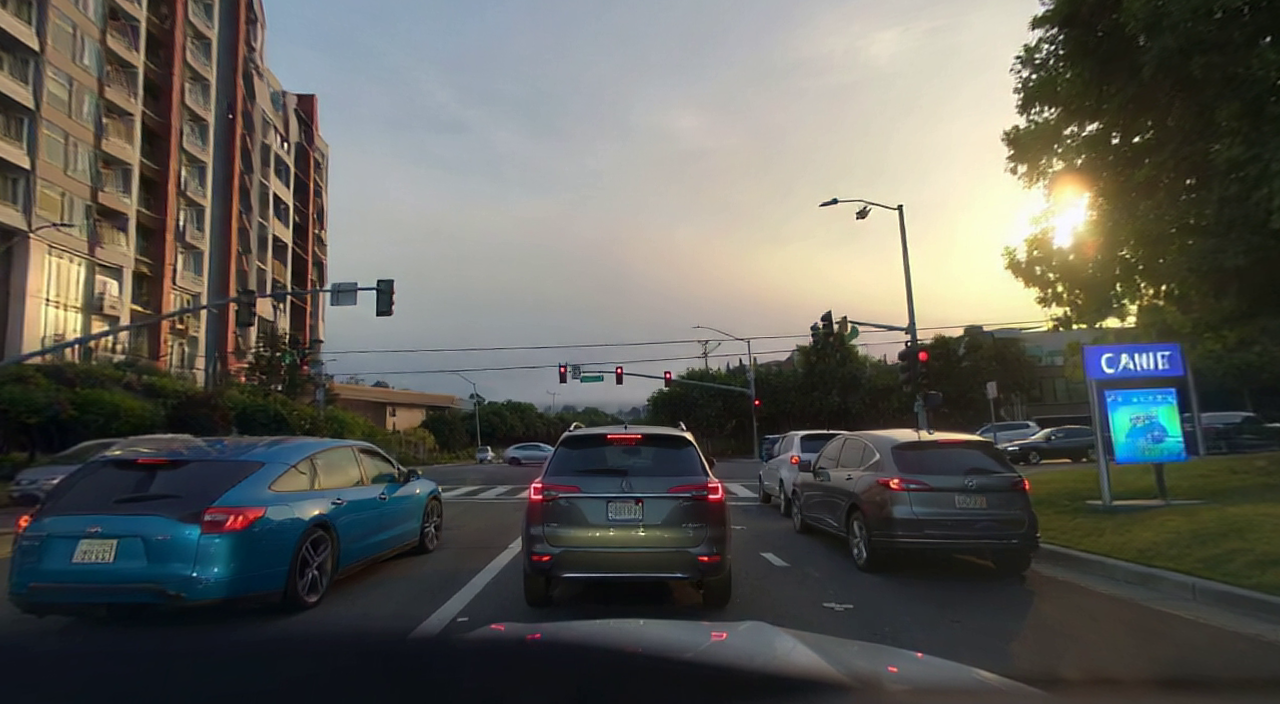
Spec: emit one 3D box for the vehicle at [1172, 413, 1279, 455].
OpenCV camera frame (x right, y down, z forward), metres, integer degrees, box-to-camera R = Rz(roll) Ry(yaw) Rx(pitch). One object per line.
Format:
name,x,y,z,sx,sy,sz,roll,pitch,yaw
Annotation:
vehicle,29.632,4.098,31.308,4.583,2.019,2.147,1,-9,-7

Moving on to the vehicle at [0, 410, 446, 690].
vehicle,-3.547,1.425,5.828,1.906,1.524,4.547,0,-8,2

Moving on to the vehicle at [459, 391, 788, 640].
vehicle,-0.128,1.408,6.432,2.195,1.662,4.262,0,-8,-1

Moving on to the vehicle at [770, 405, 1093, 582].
vehicle,3.211,1.665,8.246,2.004,1.646,4.554,0,-8,-1
